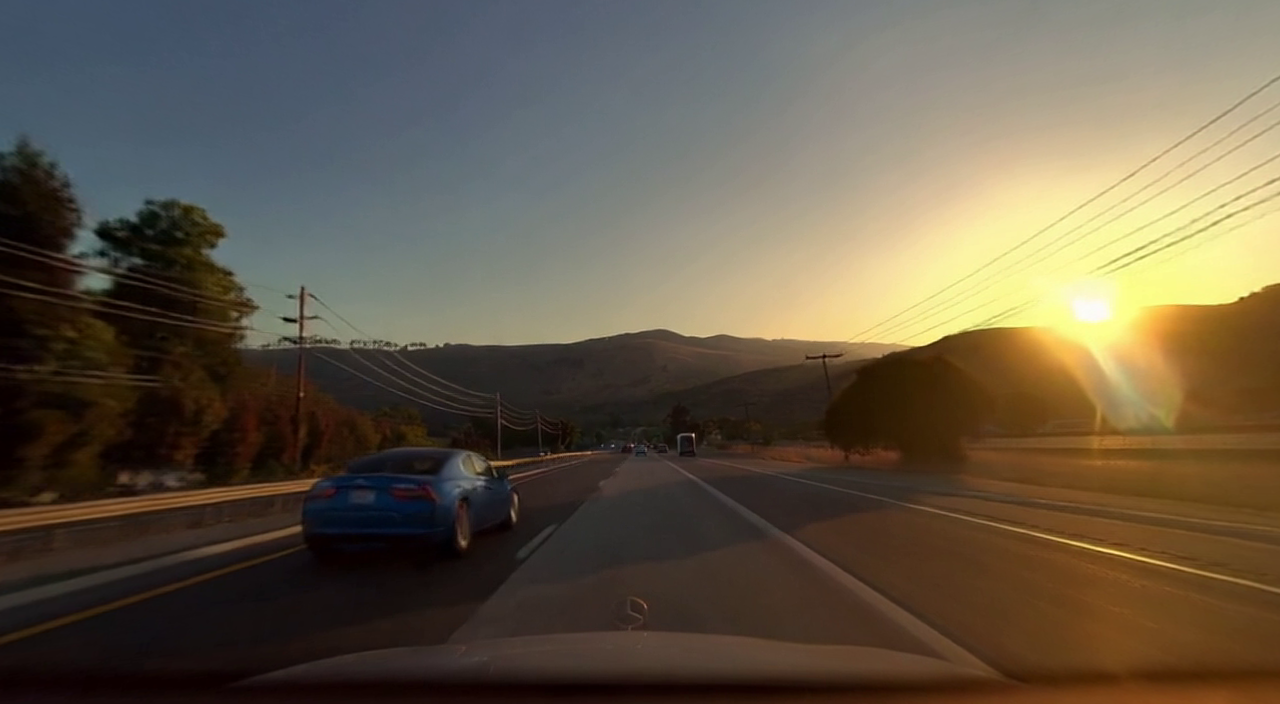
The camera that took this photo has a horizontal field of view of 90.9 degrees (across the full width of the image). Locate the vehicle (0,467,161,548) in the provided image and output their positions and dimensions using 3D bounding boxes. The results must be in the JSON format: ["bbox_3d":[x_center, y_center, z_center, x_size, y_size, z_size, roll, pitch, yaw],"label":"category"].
[{"bbox_3d":[-16.499,4.240,17.858,2.122,1.774,4.756,0,-8,0],"label":"vehicle"}]
